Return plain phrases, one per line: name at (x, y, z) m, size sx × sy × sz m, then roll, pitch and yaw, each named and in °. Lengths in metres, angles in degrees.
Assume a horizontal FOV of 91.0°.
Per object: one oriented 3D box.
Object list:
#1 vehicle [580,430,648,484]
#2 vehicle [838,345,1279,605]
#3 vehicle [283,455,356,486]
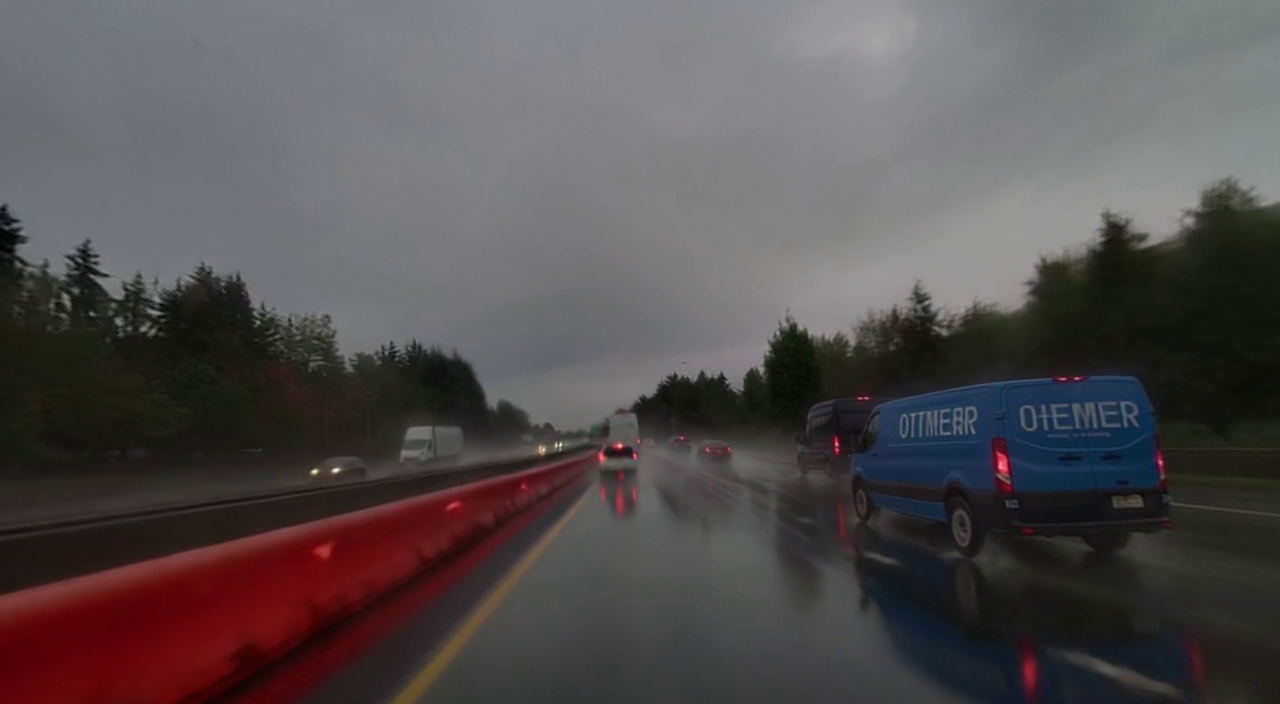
vehicle at (-0.833, 3.498, 21.171) m, size 2.100 × 1.636 × 3.620 m, roll 0°, pitch -8°, yaw -1°
vehicle at (4.378, 1.304, 7.513) m, size 2.223 × 2.008 × 5.121 m, roll 0°, pitch -8°, yaw -1°
vehicle at (-17.919, 6.622, 35.423) m, size 1.805 × 1.485 × 4.297 m, roll 0°, pitch -8°, yaw 0°
